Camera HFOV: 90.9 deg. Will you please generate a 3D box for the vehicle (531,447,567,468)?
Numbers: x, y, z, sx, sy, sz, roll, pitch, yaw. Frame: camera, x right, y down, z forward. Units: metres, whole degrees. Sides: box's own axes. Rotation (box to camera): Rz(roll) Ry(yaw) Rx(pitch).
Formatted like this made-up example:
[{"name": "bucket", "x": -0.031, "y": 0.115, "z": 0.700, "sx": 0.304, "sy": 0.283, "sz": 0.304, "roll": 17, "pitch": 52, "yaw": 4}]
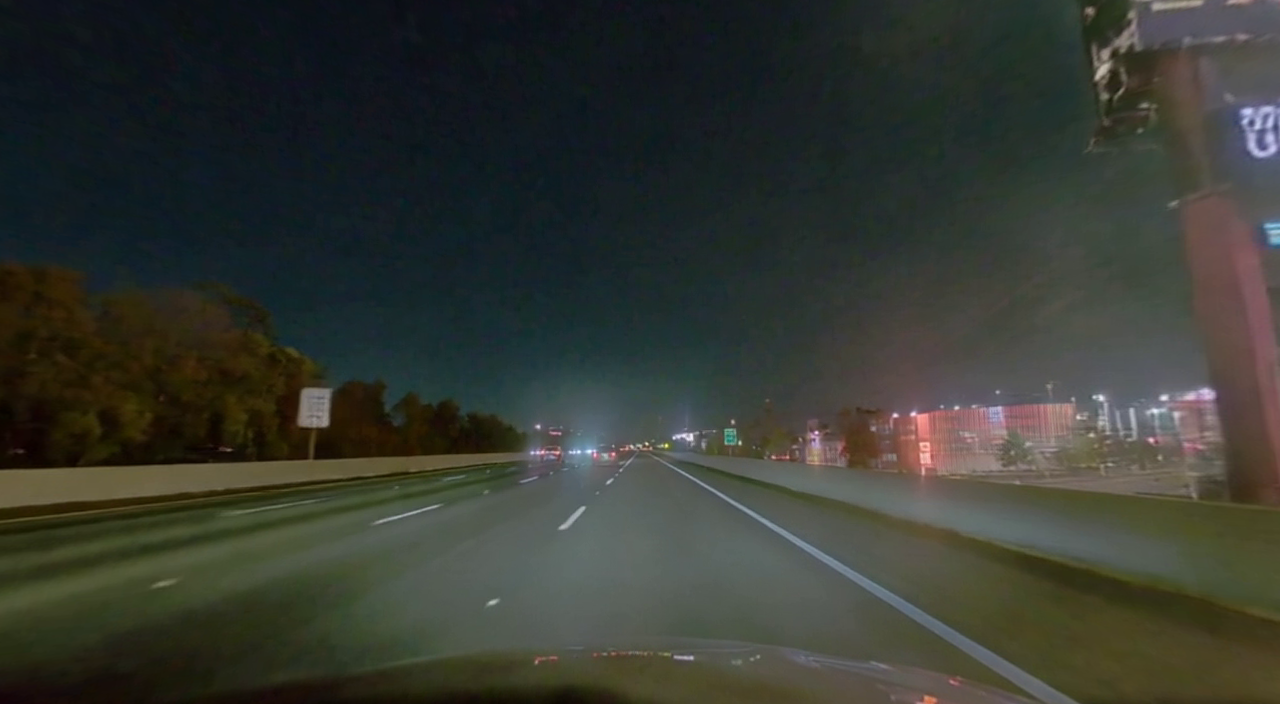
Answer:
[{"name": "vehicle", "x": -6.604, "y": 7.670, "z": 46.186, "sx": 1.936, "sy": 1.462, "sz": 4.388, "roll": 0, "pitch": -8, "yaw": 0}]
